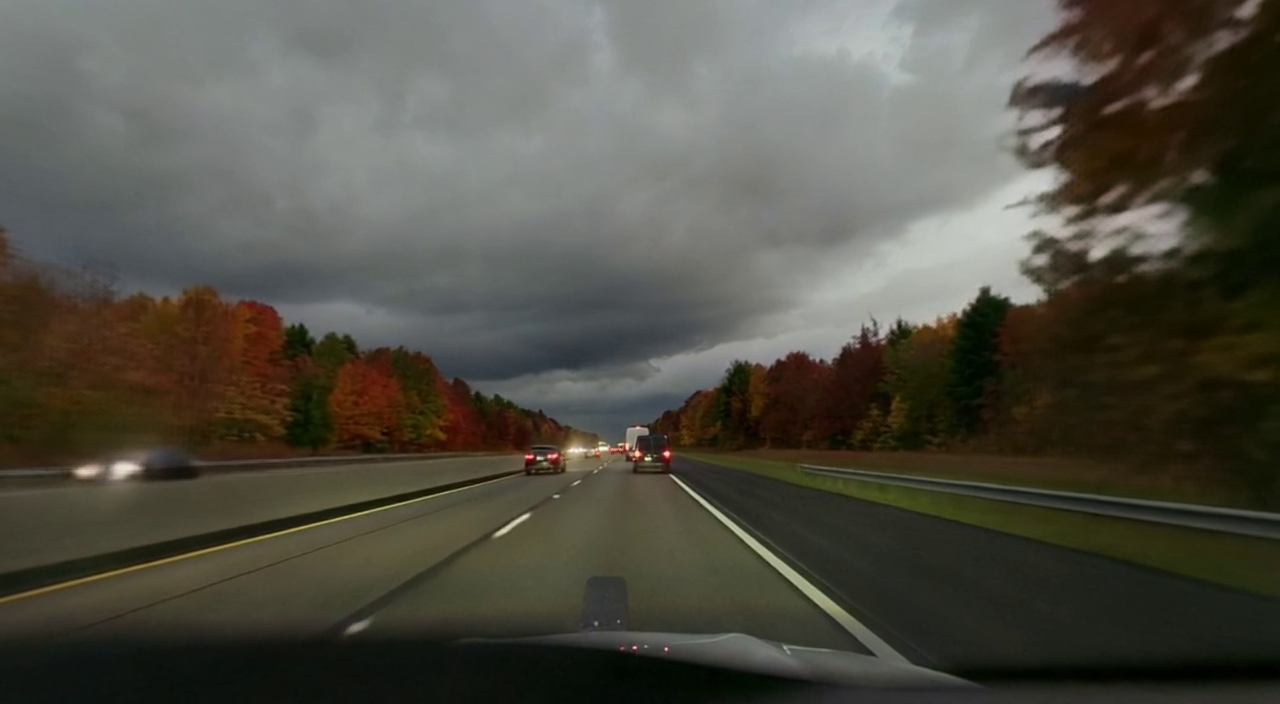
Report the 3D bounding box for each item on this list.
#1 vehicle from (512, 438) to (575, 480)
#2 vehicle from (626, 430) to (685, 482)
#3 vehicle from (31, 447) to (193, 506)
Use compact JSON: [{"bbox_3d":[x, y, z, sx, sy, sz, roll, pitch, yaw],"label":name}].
[{"bbox_3d":[-4.152,4.707,27.694,2.088,1.688,4.365,0,-9,0],"label":"vehicle"},{"bbox_3d":[0.518,4.232,25.666,2.179,1.930,4.538,0,-9,-1],"label":"vehicle"},{"bbox_3d":[-16.944,3.974,20.422,1.801,1.691,3.919,0,-9,0],"label":"vehicle"}]
